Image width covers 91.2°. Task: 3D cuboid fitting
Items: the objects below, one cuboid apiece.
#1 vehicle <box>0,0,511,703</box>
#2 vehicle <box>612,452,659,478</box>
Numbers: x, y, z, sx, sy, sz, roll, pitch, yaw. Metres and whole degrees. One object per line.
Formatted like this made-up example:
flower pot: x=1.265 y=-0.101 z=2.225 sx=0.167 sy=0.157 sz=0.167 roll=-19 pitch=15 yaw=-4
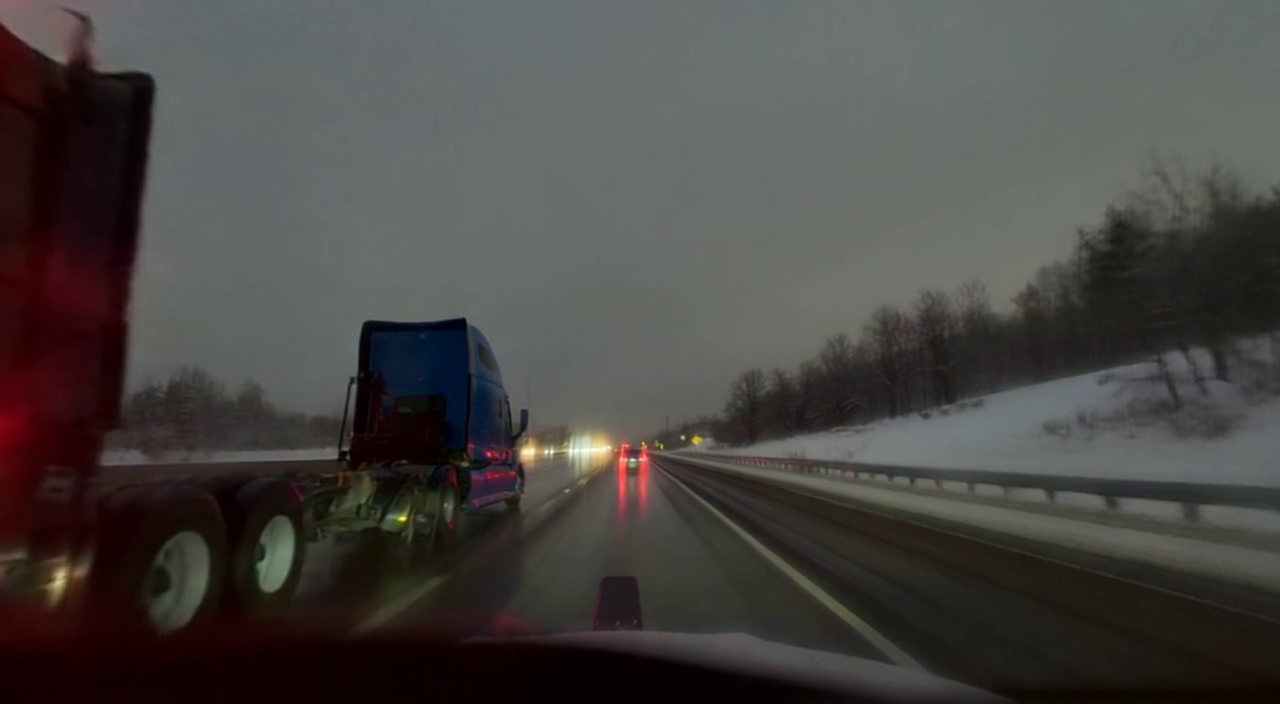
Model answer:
vehicle: x=-3.977 y=0.200 z=5.189 sx=2.914 sy=4.039 sz=14.493 roll=0 pitch=-9 yaw=-1
vehicle: x=-0.259 y=6.260 z=35.082 sx=2.398 sy=1.336 sz=5.698 roll=0 pitch=-9 yaw=-1
